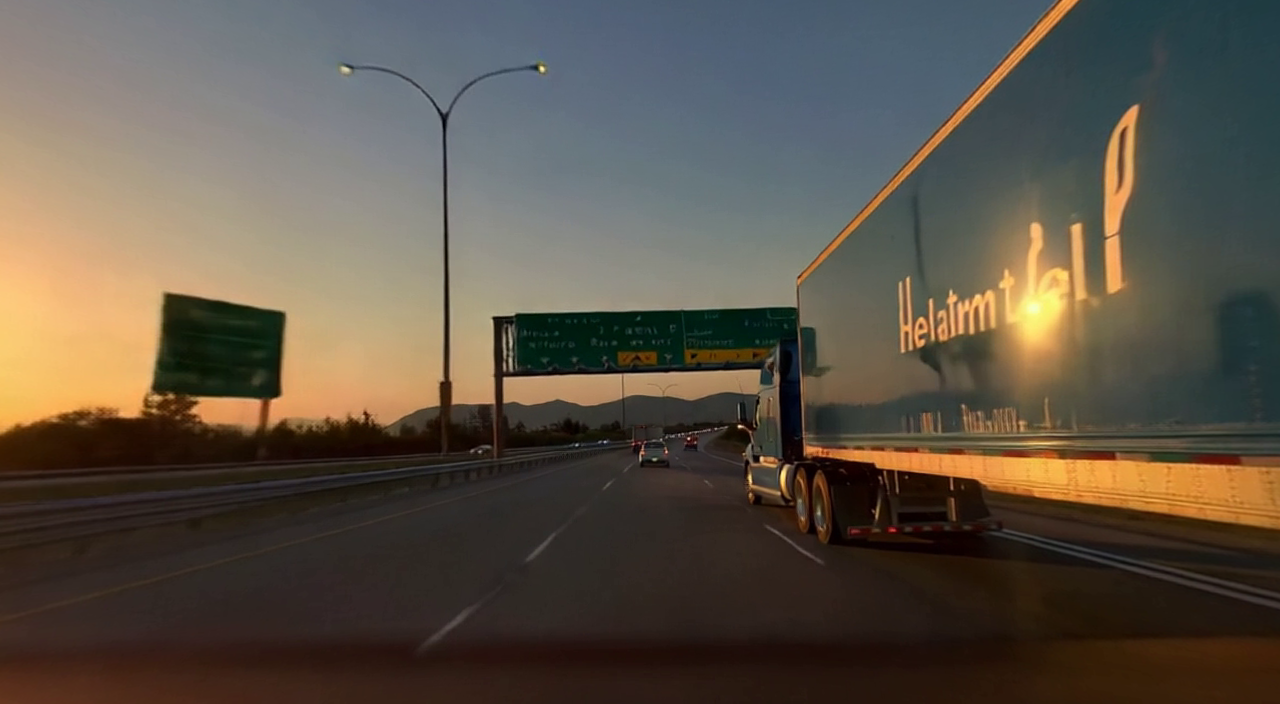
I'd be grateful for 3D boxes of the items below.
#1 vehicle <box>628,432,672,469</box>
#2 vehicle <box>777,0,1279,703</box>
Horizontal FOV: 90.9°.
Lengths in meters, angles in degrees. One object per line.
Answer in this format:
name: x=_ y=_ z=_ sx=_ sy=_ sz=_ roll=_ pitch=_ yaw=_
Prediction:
vehicle: x=0.545 y=5.327 z=34.216 sx=2.205 sy=1.860 sz=4.301 roll=-1 pitch=-8 yaw=1
vehicle: x=3.930 y=-0.106 z=3.716 sx=3.019 sy=4.145 sz=16.453 roll=-1 pitch=-8 yaw=2
